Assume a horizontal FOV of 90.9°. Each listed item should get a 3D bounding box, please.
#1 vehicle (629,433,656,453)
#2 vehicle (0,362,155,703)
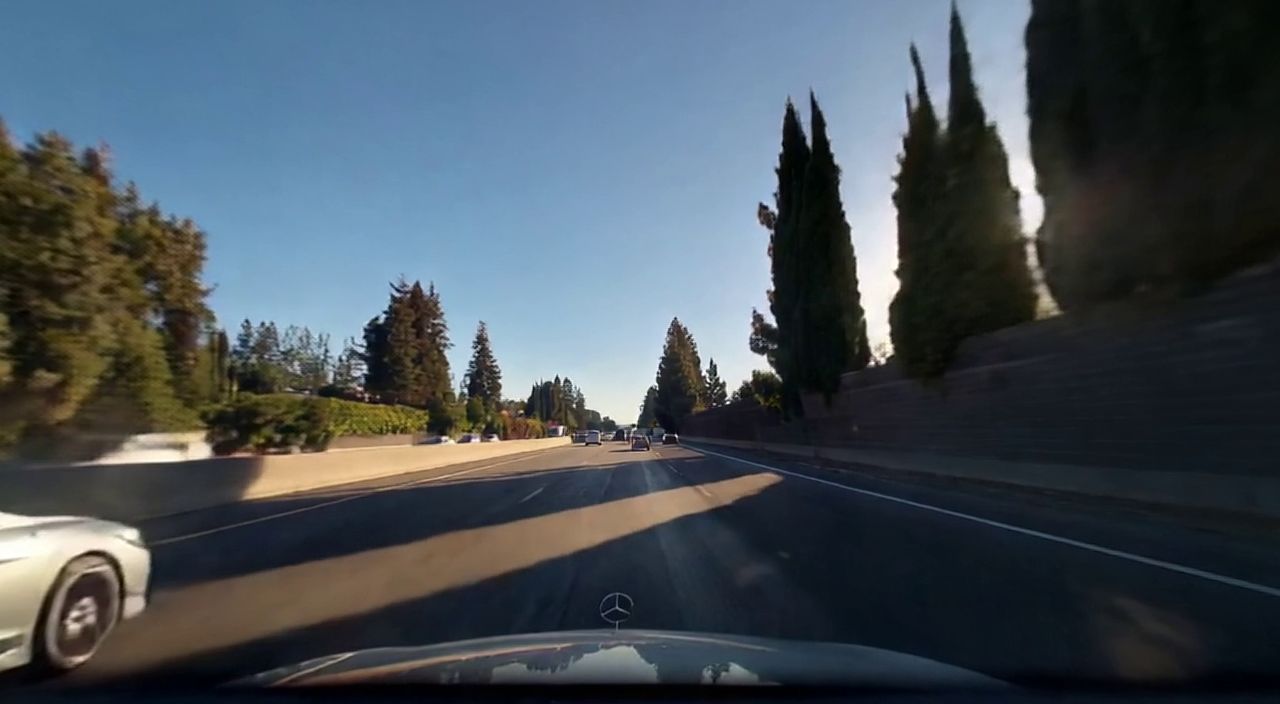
[{"bbox_3d":[0.159,6.864,47.767,1.911,1.449,3.776,0,-7,-2],"label":"vehicle"},{"bbox_3d":[-4.060,0.707,1.688,2.064,1.647,4.381,0,-8,-1],"label":"vehicle"}]
